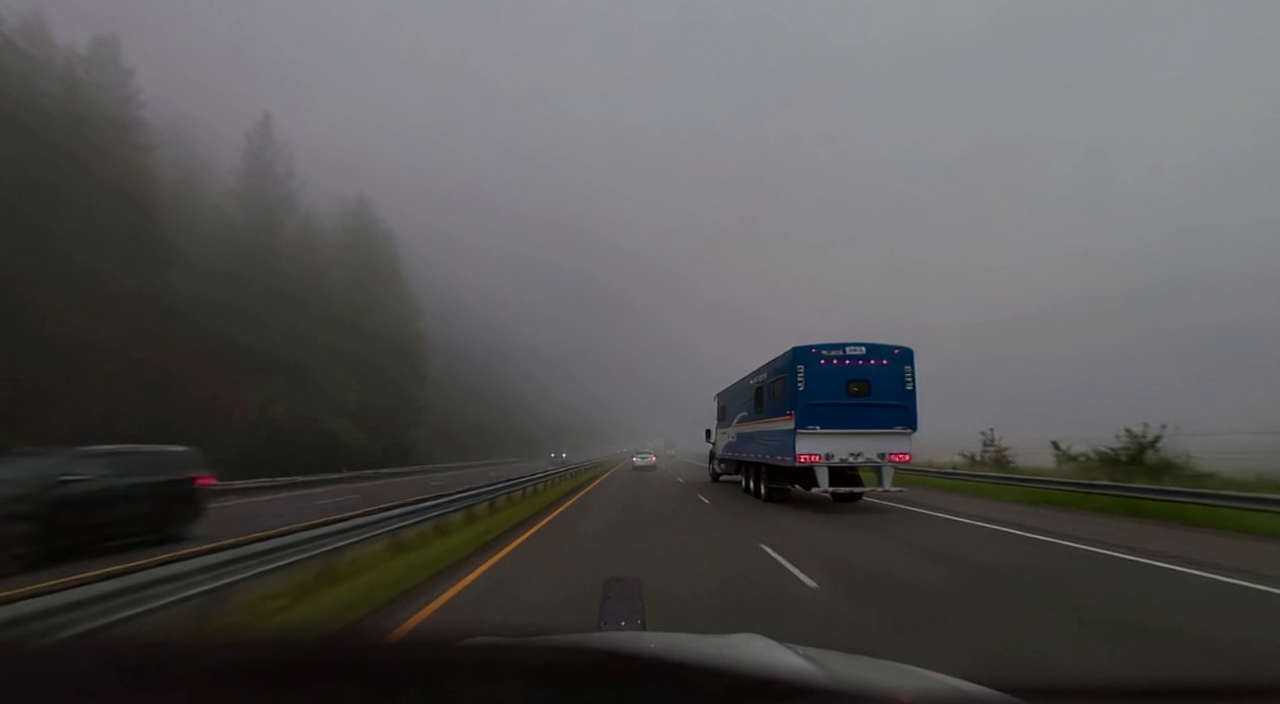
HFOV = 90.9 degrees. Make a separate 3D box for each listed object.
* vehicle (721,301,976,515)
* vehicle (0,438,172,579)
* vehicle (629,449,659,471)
[{"bbox_3d":[4.875,2.131,19.236,2.939,4.129,14.300,0,-9,0],"label":"vehicle"},{"bbox_3d":[-8.503,1.890,7.777,2.081,1.624,4.314,0,-9,0],"label":"vehicle"},{"bbox_3d":[0.284,7.190,42.122,1.926,1.386,3.615,0,-9,0],"label":"vehicle"}]
